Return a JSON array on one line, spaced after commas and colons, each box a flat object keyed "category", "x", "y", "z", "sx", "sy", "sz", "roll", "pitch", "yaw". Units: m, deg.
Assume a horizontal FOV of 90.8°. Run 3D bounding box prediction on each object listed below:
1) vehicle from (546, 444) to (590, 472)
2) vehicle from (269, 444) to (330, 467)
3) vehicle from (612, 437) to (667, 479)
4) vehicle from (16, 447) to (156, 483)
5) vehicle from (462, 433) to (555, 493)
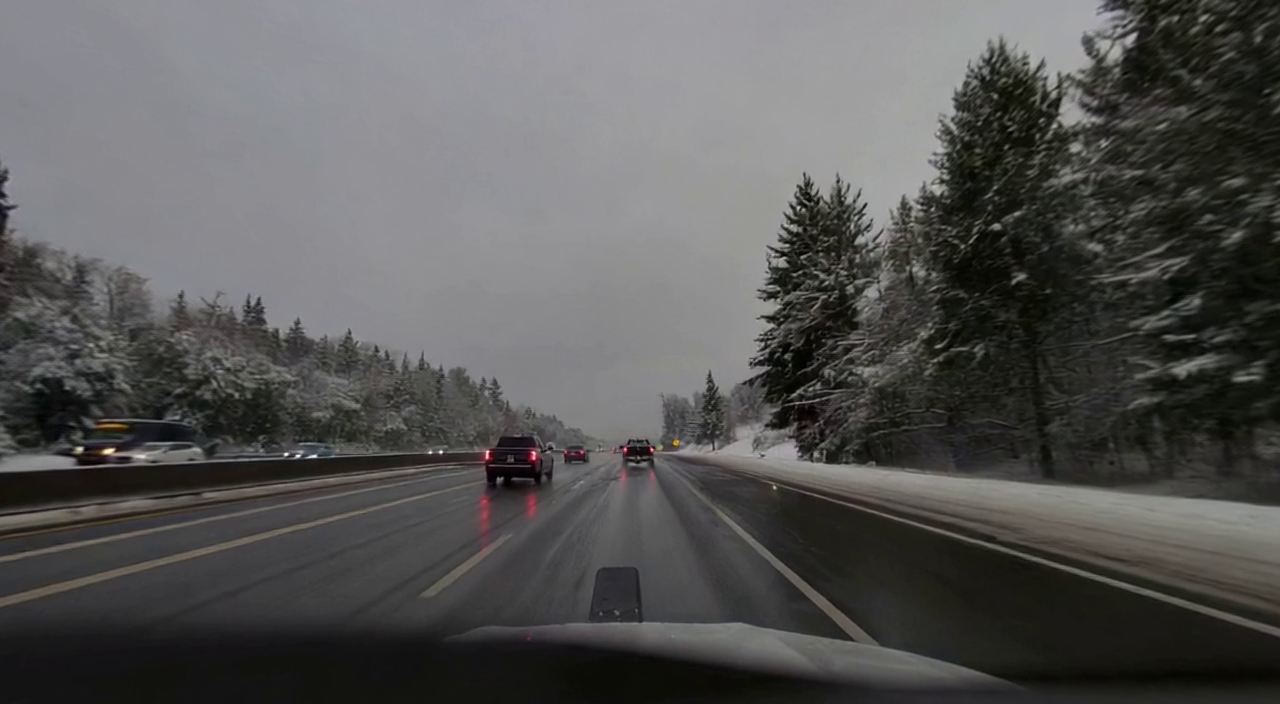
[{"category": "vehicle", "x": -4.207, "y": 6.231, "z": 37.354, "sx": 2.084, "sy": 1.528, "sz": 4.094, "roll": 0, "pitch": -8, "yaw": 0}, {"category": "vehicle", "x": -24.891, "y": 7.589, "z": 46.386, "sx": 1.921, "sy": 1.603, "sz": 4.515, "roll": 0, "pitch": -8, "yaw": 0}, {"category": "vehicle", "x": -0.063, "y": 4.894, "z": 29.423, "sx": 2.378, "sy": 1.750, "sz": 4.355, "roll": 0, "pitch": -8, "yaw": -1}, {"category": "vehicle", "x": -25.097, "y": 5.094, "z": 28.899, "sx": 2.163, "sy": 1.480, "sz": 4.658, "roll": 0, "pitch": -8, "yaw": 0}, {"category": "vehicle", "x": -4.109, "y": 3.550, "z": 20.545, "sx": 2.044, "sy": 1.717, "sz": 4.421, "roll": 0, "pitch": -8, "yaw": 1}]
